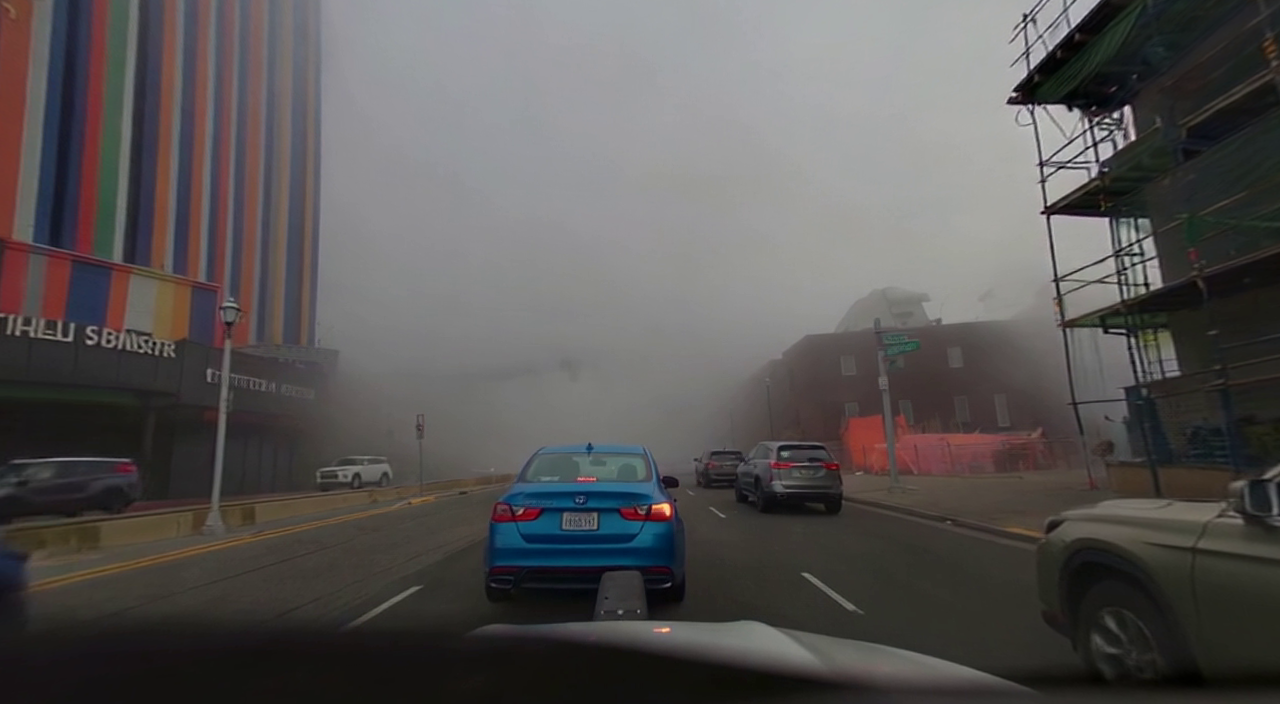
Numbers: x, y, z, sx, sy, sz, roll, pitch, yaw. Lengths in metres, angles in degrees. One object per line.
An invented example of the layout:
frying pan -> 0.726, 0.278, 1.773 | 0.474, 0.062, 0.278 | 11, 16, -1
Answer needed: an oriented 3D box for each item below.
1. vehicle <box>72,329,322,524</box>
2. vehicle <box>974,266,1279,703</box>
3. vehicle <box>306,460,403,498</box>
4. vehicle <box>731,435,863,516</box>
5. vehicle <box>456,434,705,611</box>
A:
vehicle -> -9.102, 1.620, 13.488 | 2.592, 3.548, 3.414 | -2, -9, 4
vehicle -> 3.381, 0.587, 1.656 | 2.182, 1.954, 5.341 | 0, -8, 2
vehicle -> -12.949, 5.771, 29.014 | 1.986, 1.476, 4.753 | -1, -8, 3
vehicle -> 3.907, 3.163, 16.804 | 2.185, 1.797, 4.934 | 0, -8, -1
vehicle -> -0.467, 1.772, 7.555 | 2.131, 1.496, 4.193 | 0, -8, 1
